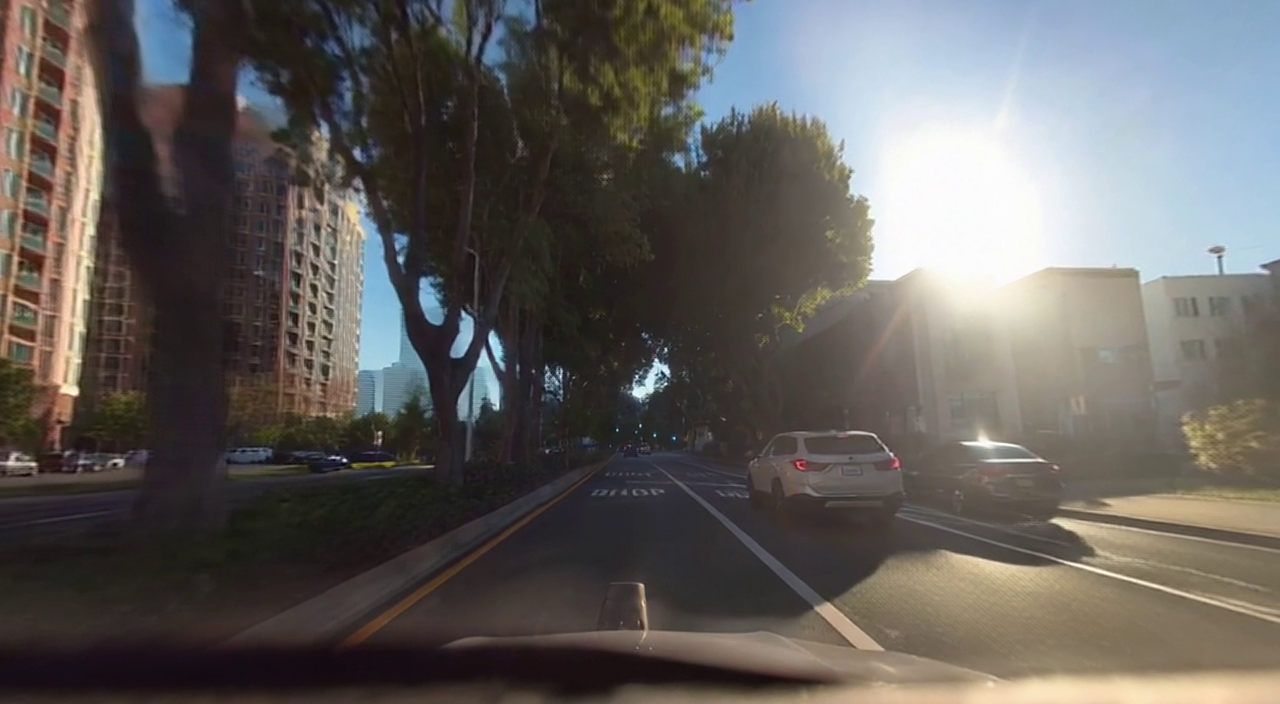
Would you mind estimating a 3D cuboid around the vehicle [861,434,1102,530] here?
[{"bbox_3d":[6.408,2.483,12.798,2.088,1.524,5.085,0,-9,1],"label":"vehicle"}]

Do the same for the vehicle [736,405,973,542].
[{"bbox_3d":[3.537,2.162,11.884,2.505,1.971,5.162,0,-9,-1],"label":"vehicle"}]
